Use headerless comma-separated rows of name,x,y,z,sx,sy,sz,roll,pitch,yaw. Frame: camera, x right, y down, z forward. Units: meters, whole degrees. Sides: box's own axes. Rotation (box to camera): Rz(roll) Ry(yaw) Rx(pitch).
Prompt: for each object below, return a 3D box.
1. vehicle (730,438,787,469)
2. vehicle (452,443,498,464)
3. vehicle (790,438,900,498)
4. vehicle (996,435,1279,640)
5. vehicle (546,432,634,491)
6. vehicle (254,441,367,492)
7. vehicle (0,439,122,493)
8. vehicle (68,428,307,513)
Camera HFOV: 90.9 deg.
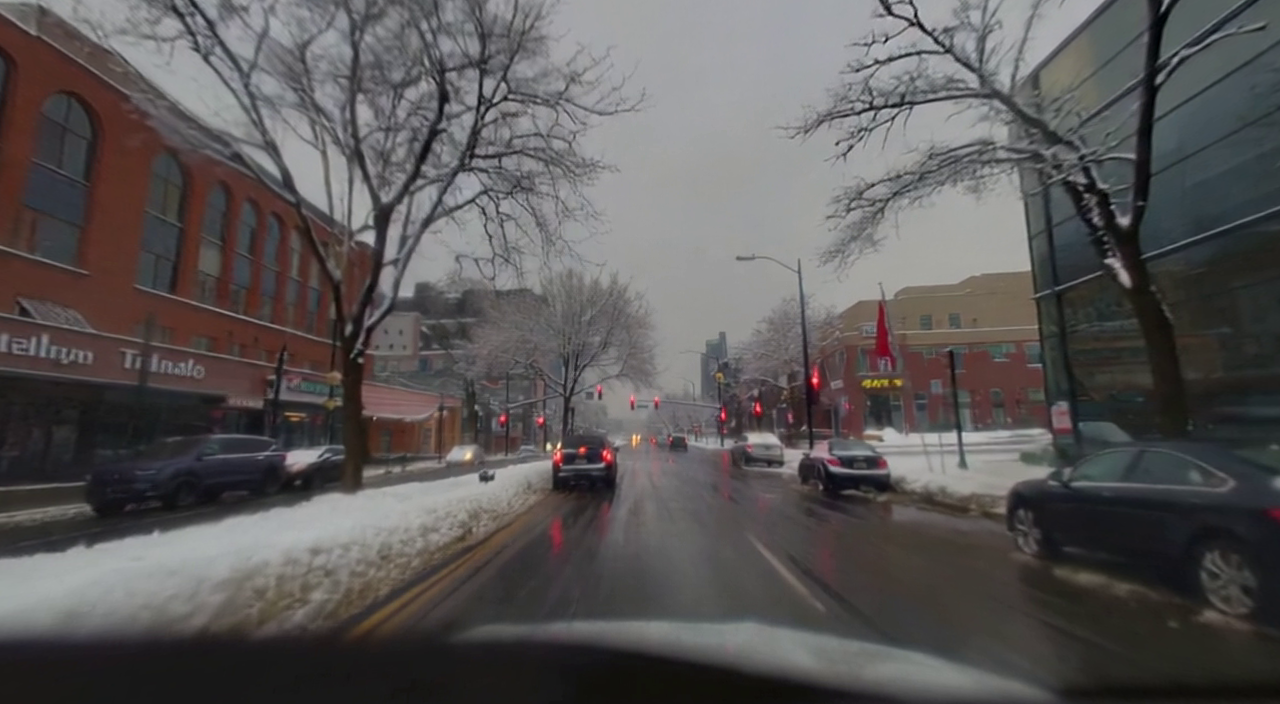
vehicle,6.043,5.209,32.573,1.956,1.446,4.537,0,-8,-1
vehicle,-12.395,7.627,47.633,2.075,1.472,4.638,0,-8,2
vehicle,5.845,3.334,18.527,1.986,1.555,3.879,0,-8,1
vehicle,5.810,1.618,6.201,1.961,1.533,4.473,0,-8,0
vehicle,-1.475,3.039,17.914,2.169,1.427,4.531,1,-8,-6
vehicle,-12.508,4.334,24.330,2.000,1.708,4.494,-2,-8,-1
vehicle,-20.496,3.779,21.190,1.903,1.629,4.525,-1,-8,7
vehicle,-12.556,3.316,18.306,2.384,2.044,6.030,0,-8,1
